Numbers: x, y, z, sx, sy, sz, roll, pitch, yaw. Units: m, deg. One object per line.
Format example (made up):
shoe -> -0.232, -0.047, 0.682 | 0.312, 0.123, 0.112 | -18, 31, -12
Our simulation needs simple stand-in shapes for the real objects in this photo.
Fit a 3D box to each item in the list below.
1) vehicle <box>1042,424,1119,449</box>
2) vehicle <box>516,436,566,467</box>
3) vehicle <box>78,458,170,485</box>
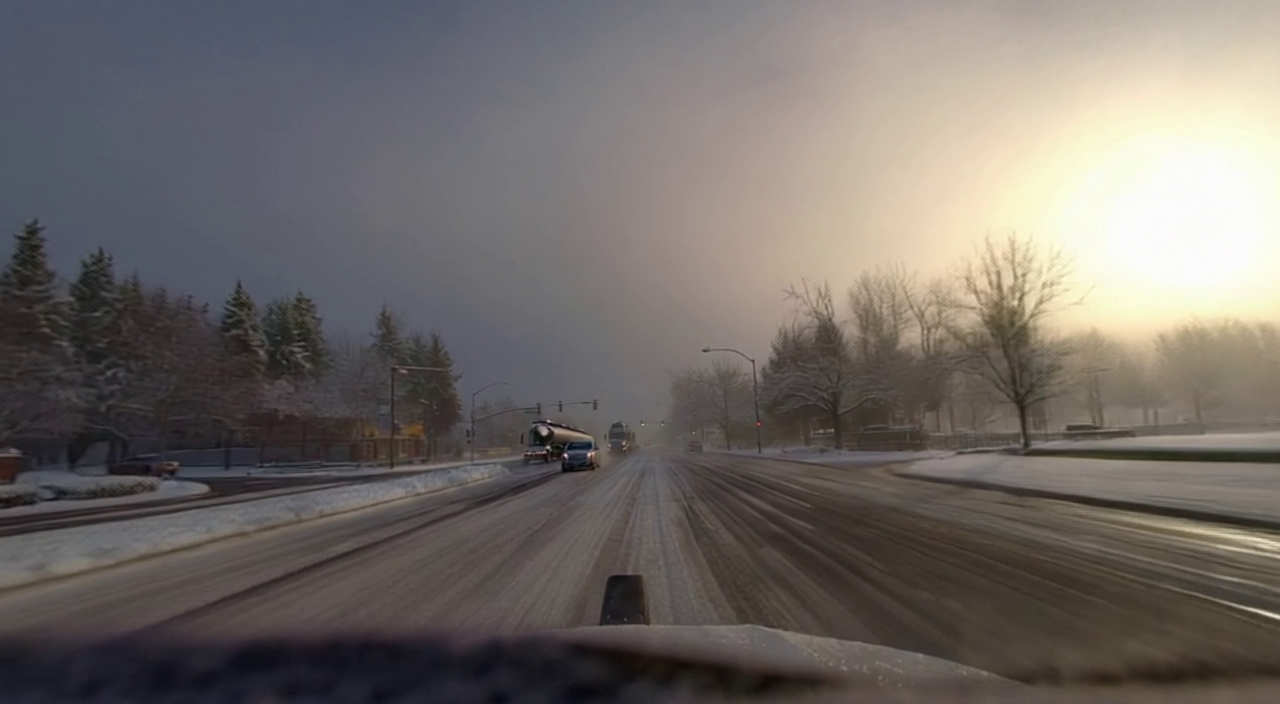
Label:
vehicle -> 27.088, 5.229, 38.951 | 1.796, 1.453, 4.296 | 0, -8, 3
vehicle -> -5.894, 5.978, 38.058 | 2.179, 1.750, 4.621 | 0, -8, 1
vehicle -> -35.625, 8.238, 43.613 | 4.485, 1.772, 2.149 | 0, -8, 2
